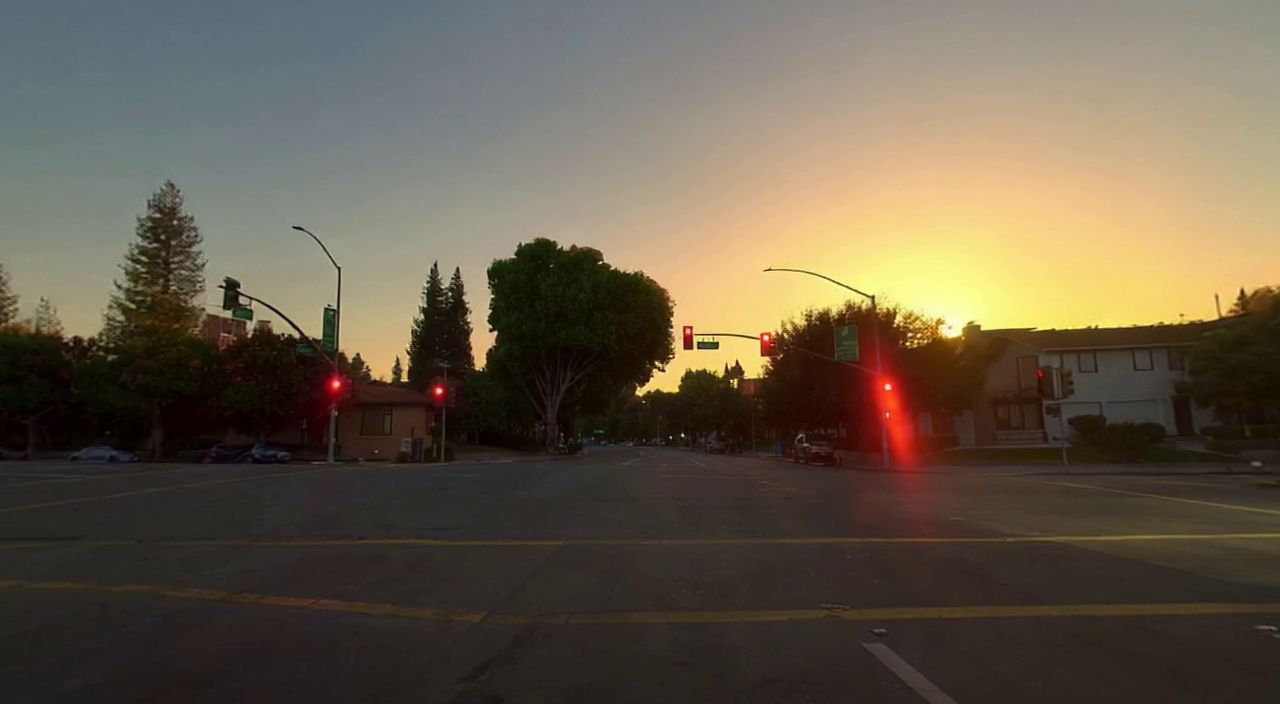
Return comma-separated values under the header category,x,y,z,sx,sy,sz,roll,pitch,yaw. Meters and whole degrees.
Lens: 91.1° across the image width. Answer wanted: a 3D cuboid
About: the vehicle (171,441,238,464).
category,x,y,z,sx,sy,sz,roll,pitch,yaw
vehicle,-29.099,6.707,42.094,1.696,1.431,3.686,-1,-8,3
